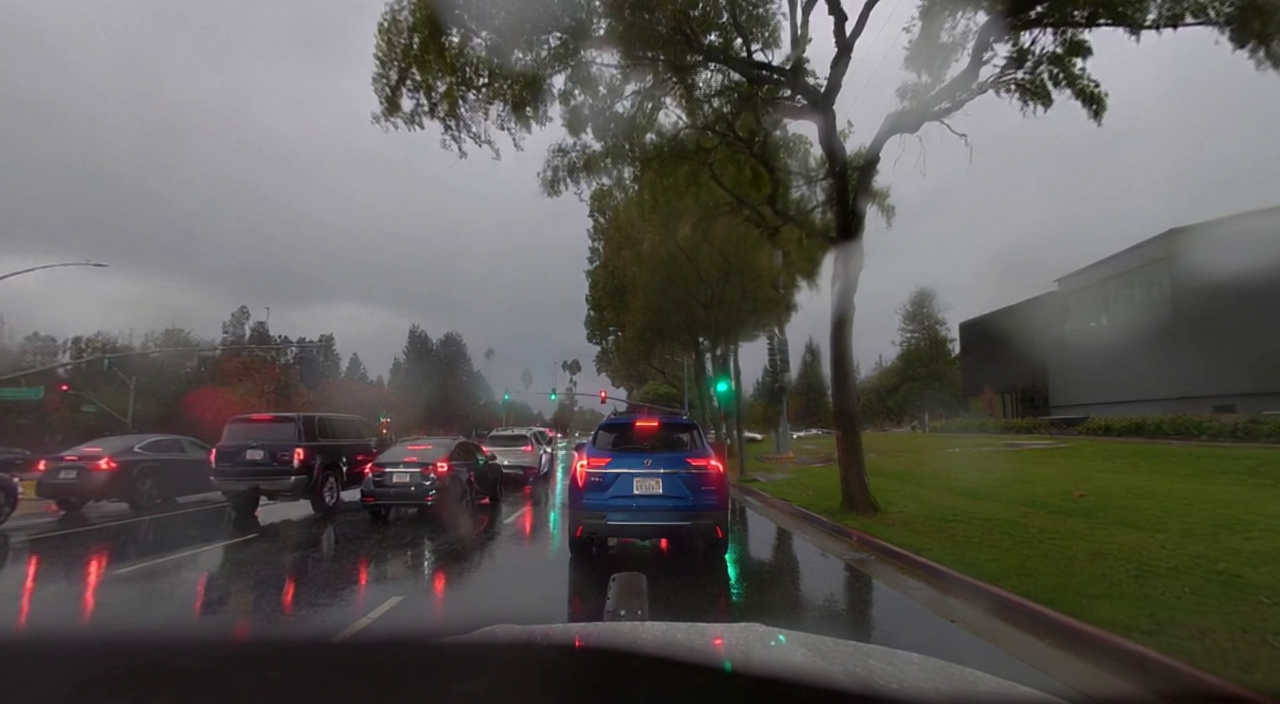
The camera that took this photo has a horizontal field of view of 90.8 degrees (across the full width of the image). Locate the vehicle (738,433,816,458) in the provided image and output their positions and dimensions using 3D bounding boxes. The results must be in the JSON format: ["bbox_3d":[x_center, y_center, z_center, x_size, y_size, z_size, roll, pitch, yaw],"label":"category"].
[{"bbox_3d":[8.321,5.734,38.695,4.450,1.439,1.796,-1,-9,4],"label":"vehicle"}]

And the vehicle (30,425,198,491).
[{"bbox_3d":[-17.669,3.576,21.583,2.136,1.976,4.342,0,-9,-4],"label":"vehicle"}]

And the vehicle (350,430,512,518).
[{"bbox_3d":[-4.082,2.451,13.200,1.942,1.523,4.212,0,-9,0],"label":"vehicle"}]

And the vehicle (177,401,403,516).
[{"bbox_3d":[-7.398,2.345,14.237,2.195,2.093,5.185,0,-9,-2],"label":"vehicle"}]

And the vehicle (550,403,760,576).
[{"bbox_3d":[0.108,1.674,8.415,2.055,1.681,4.270,0,-9,-1],"label":"vehicle"}]
